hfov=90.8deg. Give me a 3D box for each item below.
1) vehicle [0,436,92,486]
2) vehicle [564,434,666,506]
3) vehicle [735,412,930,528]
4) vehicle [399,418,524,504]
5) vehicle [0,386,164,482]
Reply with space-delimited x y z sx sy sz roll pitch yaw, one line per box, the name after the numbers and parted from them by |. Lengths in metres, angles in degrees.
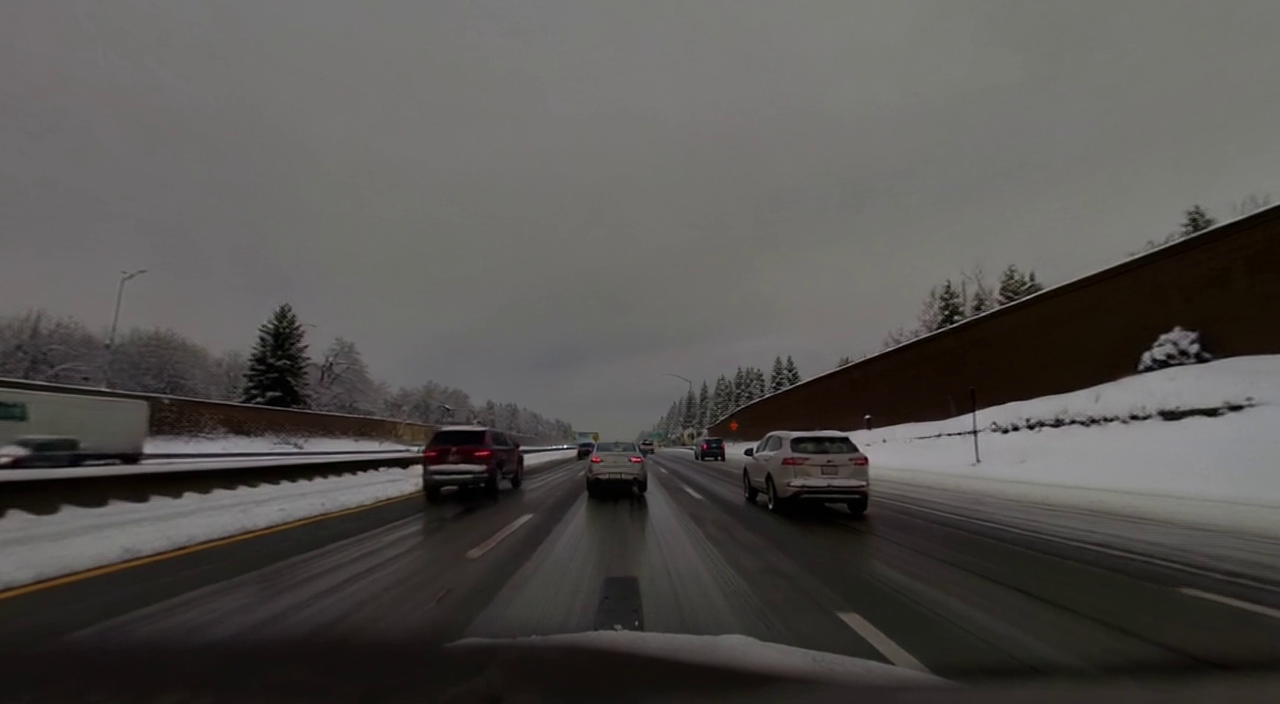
-22.031 3.799 22.211 1.839 1.607 4.151 0 -8 -2 | vehicle
-0.577 2.732 15.084 2.098 1.475 3.997 0 -8 -2 | vehicle
3.396 2.203 12.357 2.162 1.800 4.693 0 -8 -2 | vehicle
-4.536 2.842 16.925 1.983 1.948 4.822 0 -8 -1 | vehicle
-26.744 3.541 26.929 2.809 3.756 13.707 0 -8 -3 | vehicle
